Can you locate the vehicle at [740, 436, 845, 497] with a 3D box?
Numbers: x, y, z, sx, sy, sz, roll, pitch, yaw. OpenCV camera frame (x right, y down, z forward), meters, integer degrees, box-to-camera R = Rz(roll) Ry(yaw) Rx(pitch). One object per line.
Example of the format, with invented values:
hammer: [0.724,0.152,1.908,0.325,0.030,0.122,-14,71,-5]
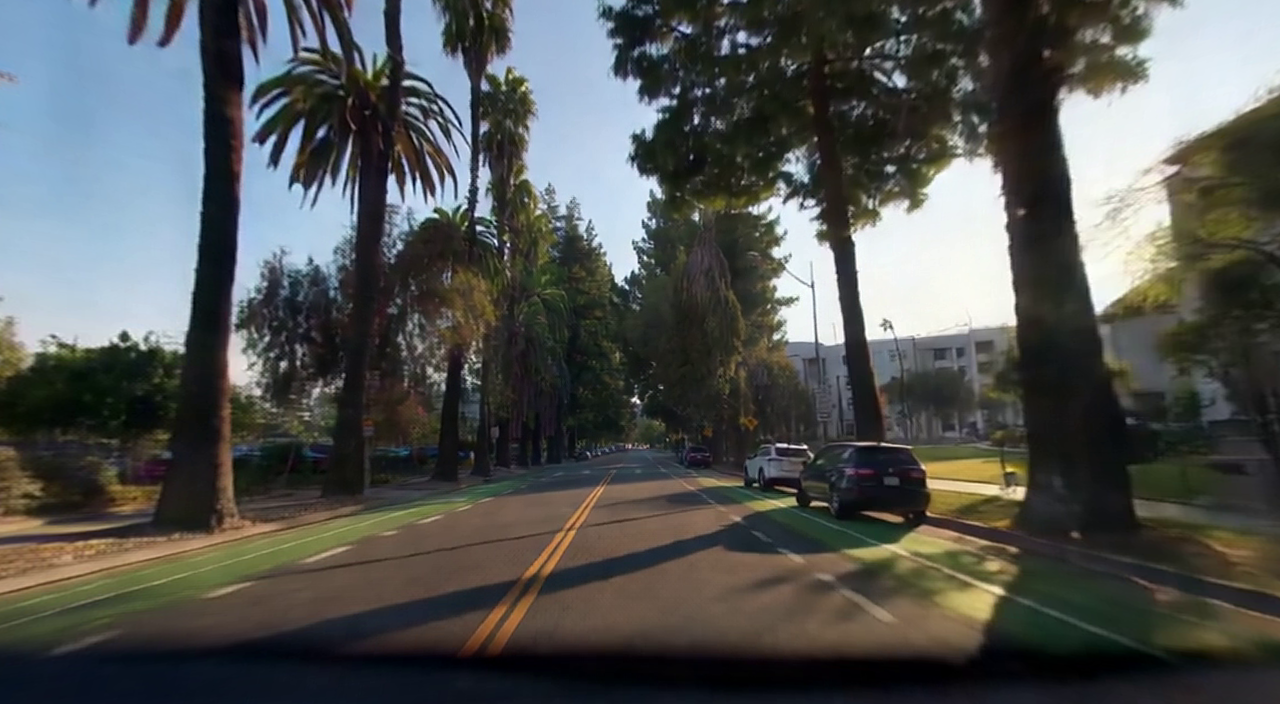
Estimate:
vehicle: [4.747,3.661,20.546,2.144,1.720,4.794,0,-9,-1]

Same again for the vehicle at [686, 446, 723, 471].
vehicle: [4.380,7.352,43.767,1.997,1.640,4.494,0,-9,-1]

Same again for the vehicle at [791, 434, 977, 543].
vehicle: [4.485,2.568,12.492,2.000,1.732,4.298,-1,-9,1]
